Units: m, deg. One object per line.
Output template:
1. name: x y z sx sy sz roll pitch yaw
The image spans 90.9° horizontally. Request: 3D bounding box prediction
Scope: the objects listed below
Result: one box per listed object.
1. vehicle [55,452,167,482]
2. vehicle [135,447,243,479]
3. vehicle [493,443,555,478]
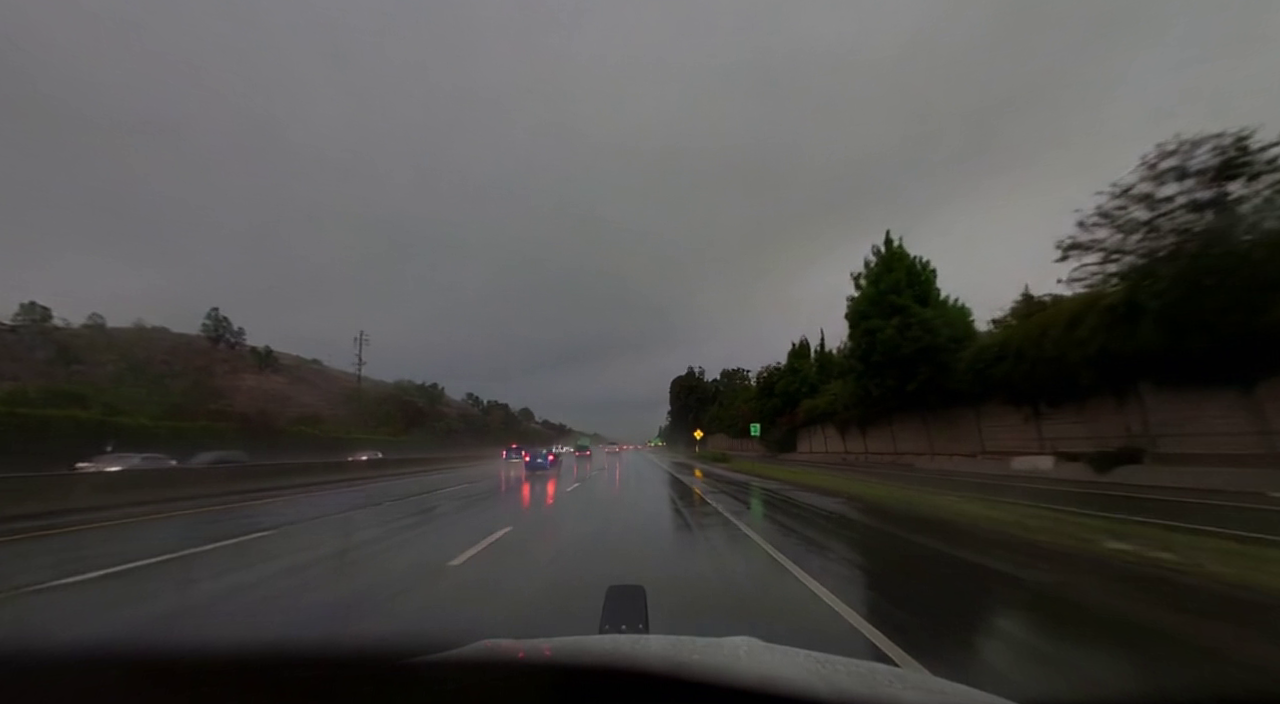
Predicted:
1. vehicle: -31.592 6.835 37.905 2.112 1.614 5.219 0 -8 2
2. vehicle: -24.056 5.897 33.942 1.912 1.541 5.158 0 -8 1
3. vehicle: -5.405 5.099 30.033 2.081 1.514 4.943 0 -8 0
